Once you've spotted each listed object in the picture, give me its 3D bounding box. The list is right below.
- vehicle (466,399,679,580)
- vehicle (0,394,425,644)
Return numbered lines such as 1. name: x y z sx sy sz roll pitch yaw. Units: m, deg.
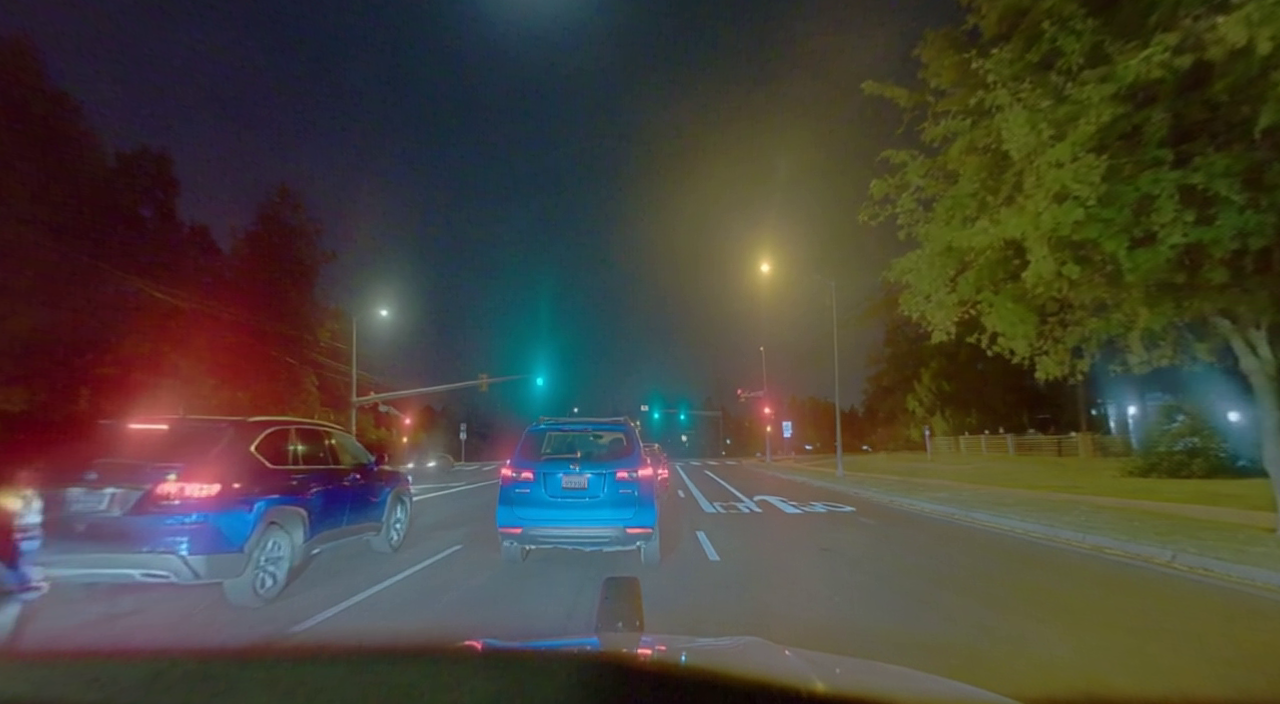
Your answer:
1. vehicle: -0.583 1.740 8.883 2.131 1.793 5.016 0 -8 2
2. vehicle: -4.073 1.458 6.580 2.009 1.673 4.454 0 -8 1
